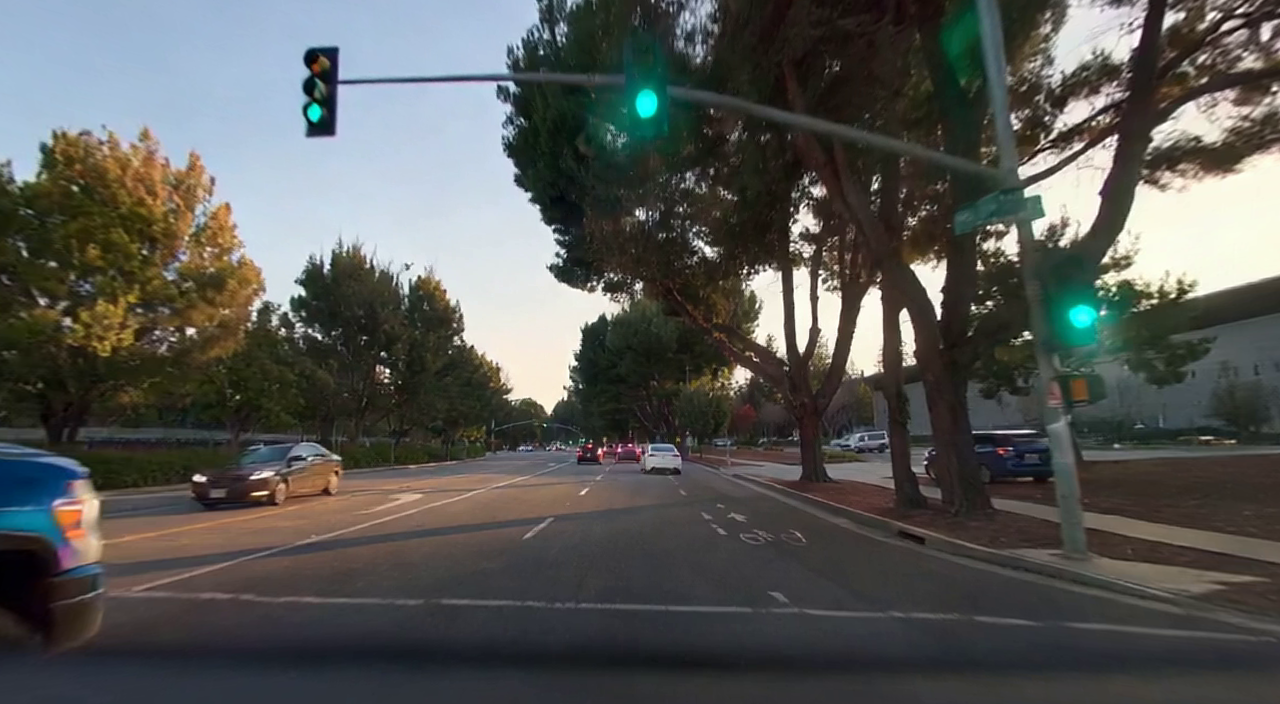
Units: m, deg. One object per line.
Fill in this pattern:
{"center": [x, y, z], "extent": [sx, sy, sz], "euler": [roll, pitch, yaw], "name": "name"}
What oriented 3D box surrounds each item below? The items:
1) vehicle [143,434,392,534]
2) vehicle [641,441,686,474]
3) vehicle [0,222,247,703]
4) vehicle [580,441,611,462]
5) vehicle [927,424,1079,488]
{"center": [-6.570, 2.357, 11.853], "extent": [1.959, 1.515, 4.350], "euler": [0, -9, 1], "name": "vehicle"}
{"center": [1.105, 5.290, 31.823], "extent": [2.142, 1.528, 4.133], "euler": [0, -9, 0], "name": "vehicle"}
{"center": [-3.258, 0.343, 0.140], "extent": [2.512, 1.992, 5.725], "euler": [0, -9, 2], "name": "vehicle"}
{"center": [-3.204, 7.310, 46.421], "extent": [2.018, 1.458, 4.350], "euler": [0, -9, -1], "name": "vehicle"}
{"center": [12.123, 3.526, 21.559], "extent": [2.131, 1.909, 4.927], "euler": [0, -9, -2], "name": "vehicle"}
